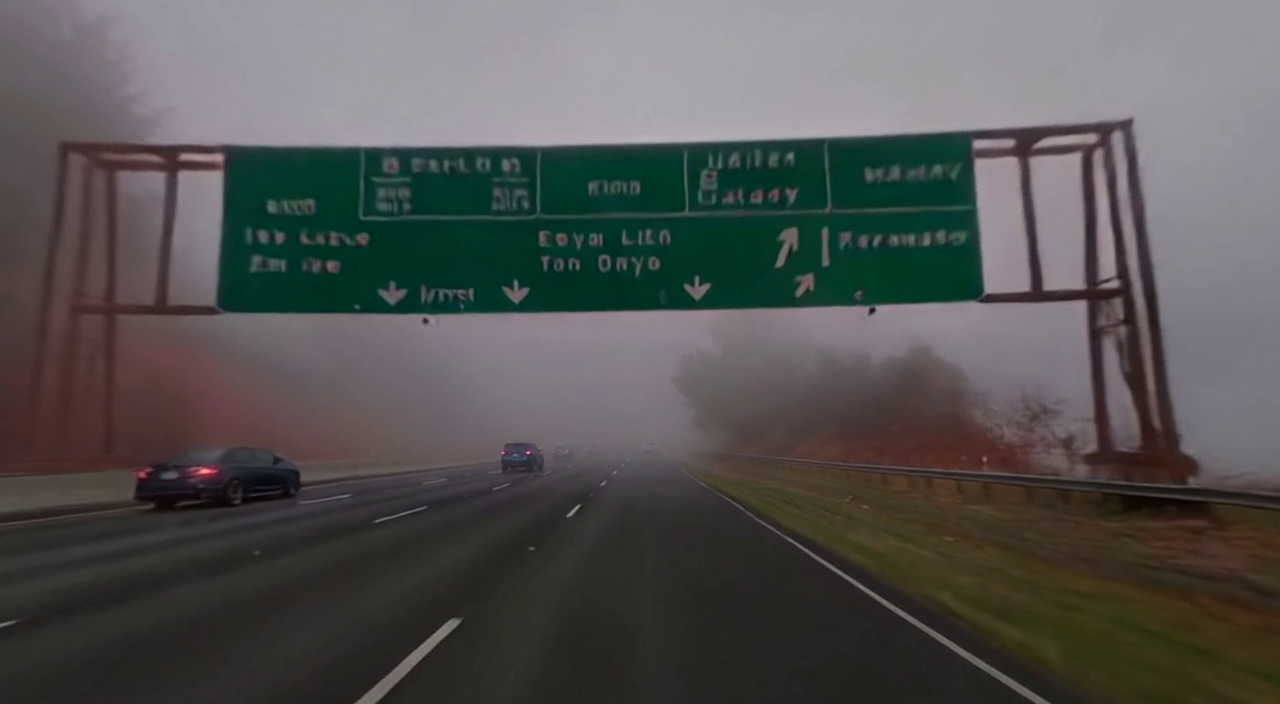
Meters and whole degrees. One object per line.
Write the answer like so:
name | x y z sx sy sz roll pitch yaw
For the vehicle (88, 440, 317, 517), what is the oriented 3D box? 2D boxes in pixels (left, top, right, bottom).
vehicle | -9.960 2.885 14.939 2.122 1.511 4.576 0 -9 0

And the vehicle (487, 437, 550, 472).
vehicle | -6.428 5.475 33.794 2.402 1.733 4.512 0 -9 1
